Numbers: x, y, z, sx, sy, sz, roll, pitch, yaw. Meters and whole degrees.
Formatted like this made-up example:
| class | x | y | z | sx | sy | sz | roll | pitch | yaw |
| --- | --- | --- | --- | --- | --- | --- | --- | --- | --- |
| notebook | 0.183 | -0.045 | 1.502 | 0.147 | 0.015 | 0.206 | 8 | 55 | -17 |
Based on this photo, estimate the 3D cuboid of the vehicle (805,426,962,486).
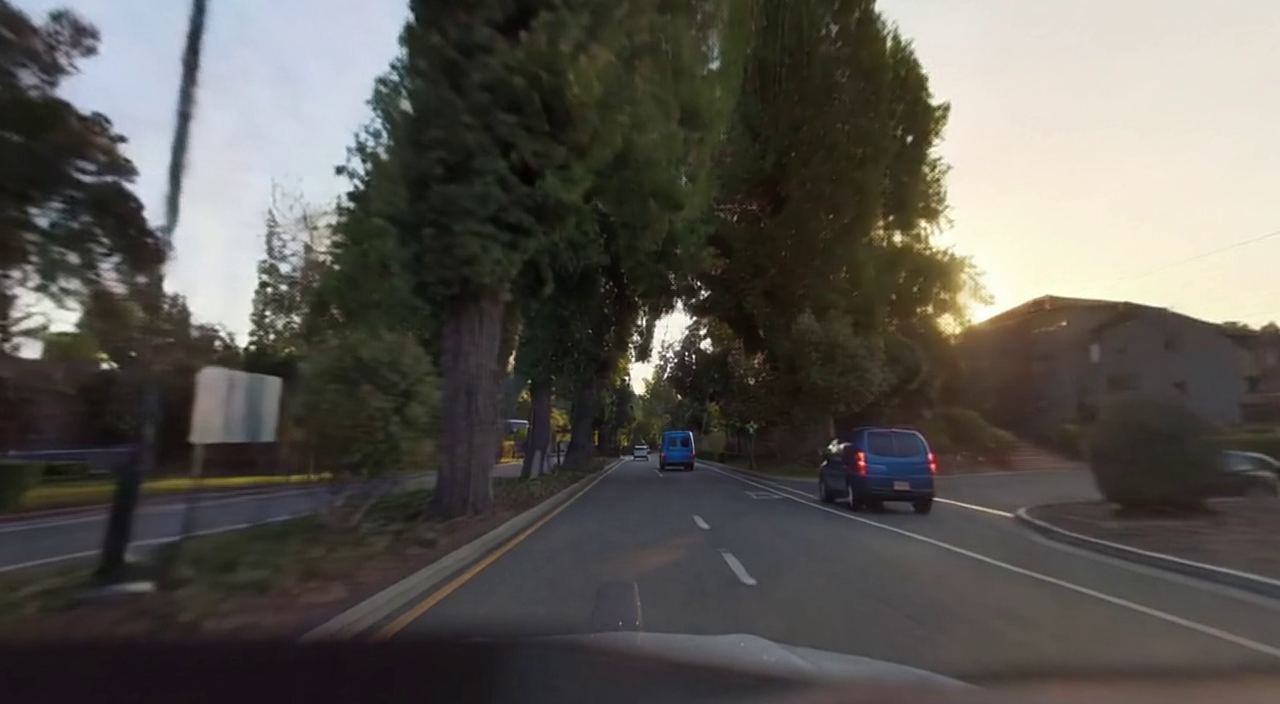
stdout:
| class | x | y | z | sx | sy | sz | roll | pitch | yaw |
| --- | --- | --- | --- | --- | --- | --- | --- | --- | --- |
| vehicle | 9.190 | 3.963 | 24.294 | 4.990 | 2.142 | 2.488 | 0 | -8 | 1 |
